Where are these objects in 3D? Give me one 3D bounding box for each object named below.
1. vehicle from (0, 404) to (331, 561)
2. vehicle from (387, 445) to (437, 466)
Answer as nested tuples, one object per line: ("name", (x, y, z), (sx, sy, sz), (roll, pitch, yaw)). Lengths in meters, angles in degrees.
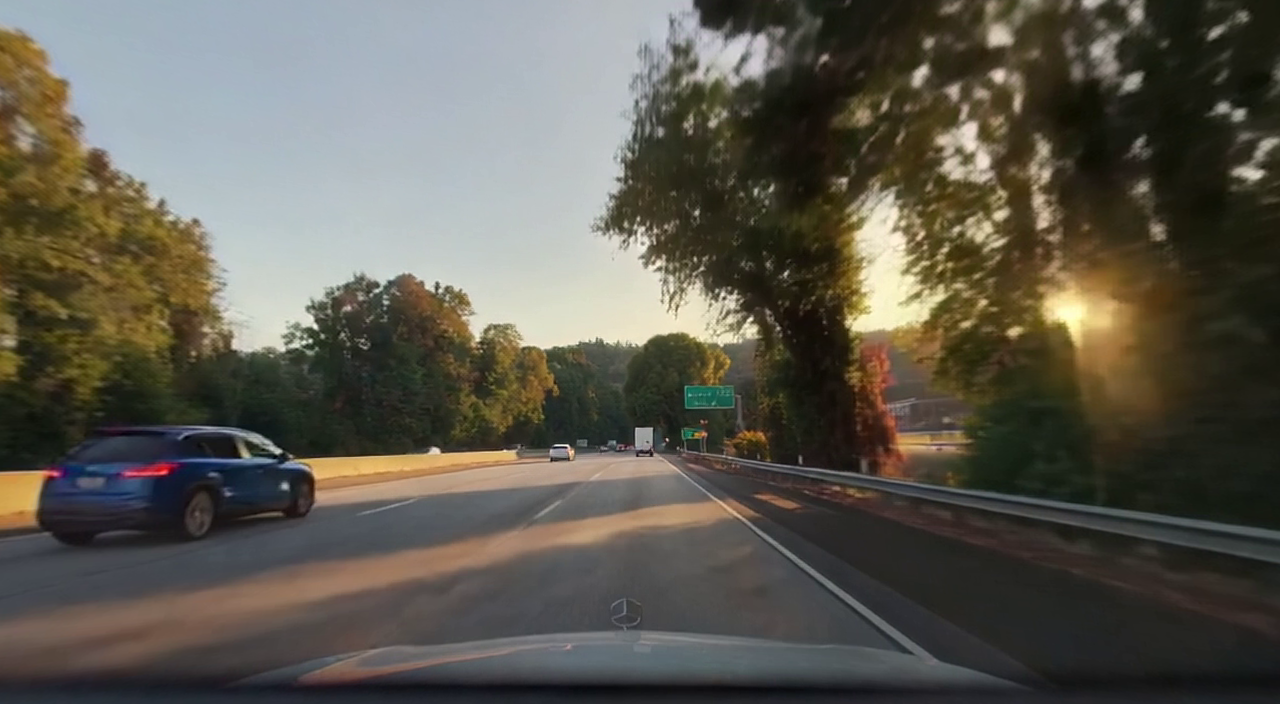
("vehicle", (-7.119, 1.860, 9.720), (2.253, 1.815, 4.618), (0, -8, 1))
("vehicle", (-17.515, 7.995, 48.660), (2.002, 1.515, 4.650), (0, -8, 1))
